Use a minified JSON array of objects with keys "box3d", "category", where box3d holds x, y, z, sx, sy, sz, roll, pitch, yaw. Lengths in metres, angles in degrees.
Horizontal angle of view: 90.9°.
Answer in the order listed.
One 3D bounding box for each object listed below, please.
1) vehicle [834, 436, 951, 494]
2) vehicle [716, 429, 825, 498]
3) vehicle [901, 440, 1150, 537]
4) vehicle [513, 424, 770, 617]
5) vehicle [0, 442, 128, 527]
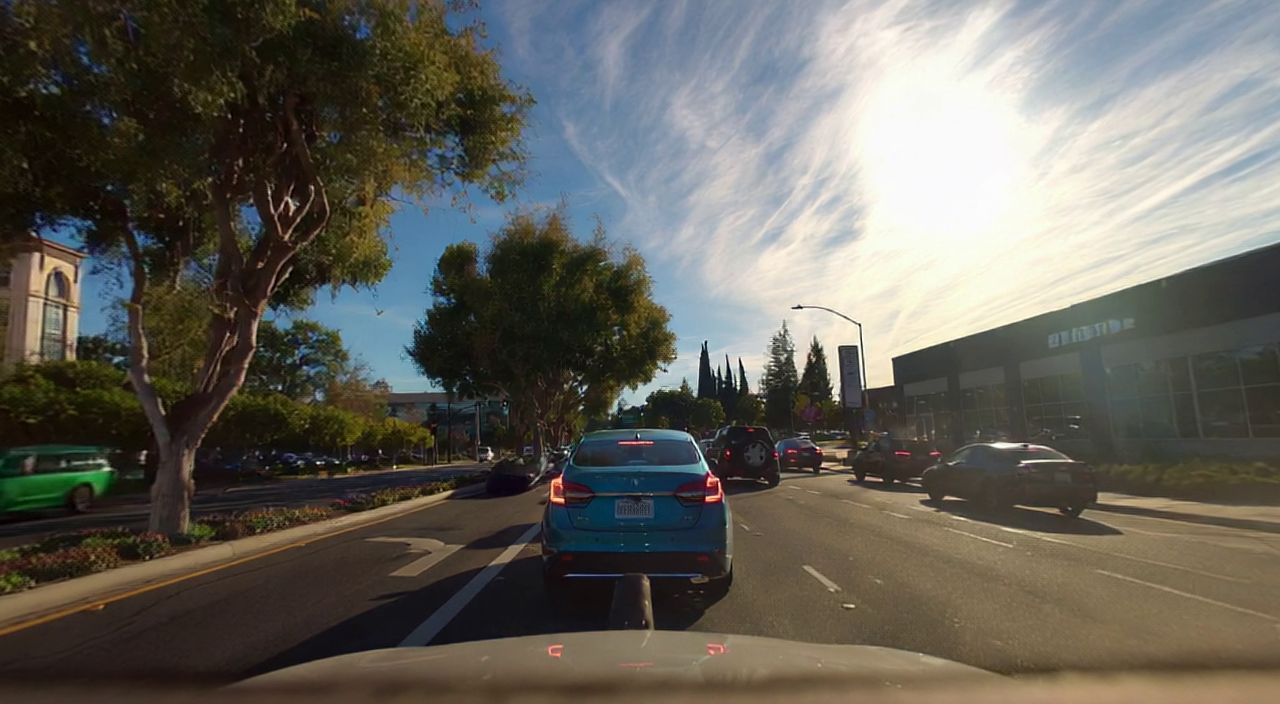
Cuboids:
[{"box3d":[7.939,3.565,20.371,1.963,1.637,4.527,0,-8,1],"category":"vehicle"},{"box3d":[3.621,3.200,18.461,2.114,1.736,4.553,0,-8,-1],"category":"vehicle"},{"box3d":[6.837,2.417,11.916,1.911,1.468,4.417,0,-8,0],"category":"vehicle"},{"box3d":[-0.019,1.624,7.115,1.977,1.465,4.376,0,-8,-1],"category":"vehicle"},{"box3d":[-14.462,2.922,14.251,2.163,1.743,4.428,0,-8,-4],"category":"vehicle"}]
